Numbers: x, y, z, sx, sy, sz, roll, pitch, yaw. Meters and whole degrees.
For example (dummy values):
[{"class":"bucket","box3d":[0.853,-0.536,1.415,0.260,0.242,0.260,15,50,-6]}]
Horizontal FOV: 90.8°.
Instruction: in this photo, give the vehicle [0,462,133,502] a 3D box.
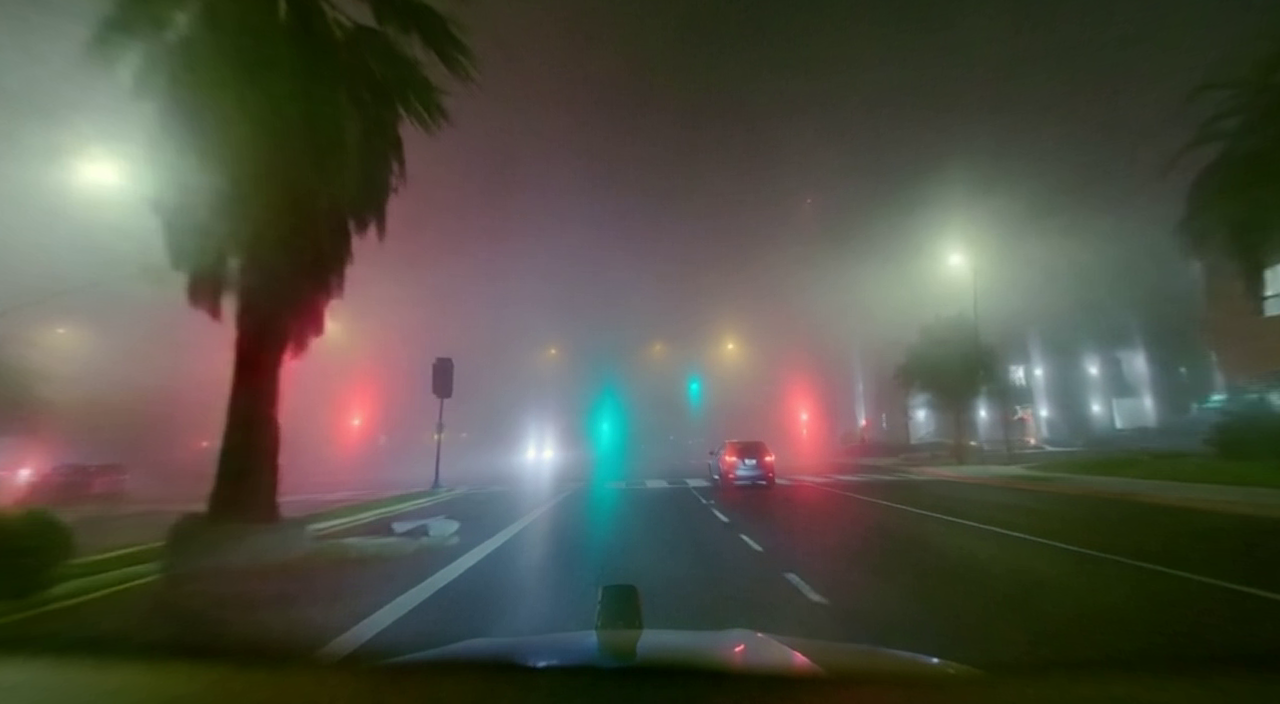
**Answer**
[{"class":"vehicle","box3d":[-26.802,6.042,29.538,4.558,1.718,2.151,-2,-8,8]}]

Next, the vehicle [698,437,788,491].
[{"class":"vehicle","box3d":[3.061,3.432,19.737,1.964,1.448,4.295,0,-8,-2]}]
